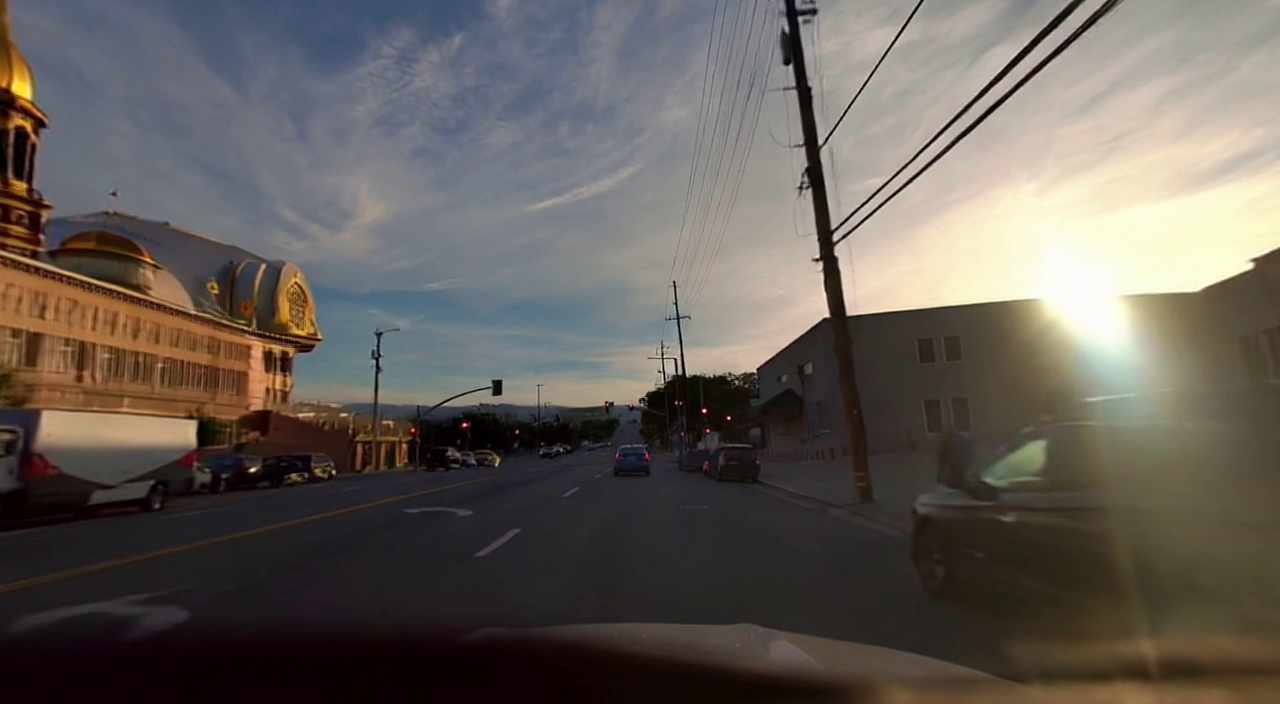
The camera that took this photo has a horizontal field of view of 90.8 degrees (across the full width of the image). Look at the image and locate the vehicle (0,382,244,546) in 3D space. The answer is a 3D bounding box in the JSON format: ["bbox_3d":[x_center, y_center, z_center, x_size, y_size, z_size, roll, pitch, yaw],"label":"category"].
[{"bbox_3d":[-12.096,2.411,13.768,2.961,2.739,6.276,-4,-8,-1],"label":"vehicle"}]

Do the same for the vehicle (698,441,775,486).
[{"bbox_3d":[3.548,4.190,24.048,1.944,1.530,4.539,0,-9,-4],"label":"vehicle"}]

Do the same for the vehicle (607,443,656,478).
[{"bbox_3d":[-0.383,4.900,28.735,2.049,1.453,4.299,0,-8,-1],"label":"vehicle"}]

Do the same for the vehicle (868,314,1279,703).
[{"bbox_3d":[3.636,1.034,4.115,2.204,1.845,5.597,1,-8,0],"label":"vehicle"}]

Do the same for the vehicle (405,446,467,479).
[{"bbox_3d":[-12.560,6.800,39.232,2.071,1.814,5.185,-1,-8,1],"label":"vehicle"}]
